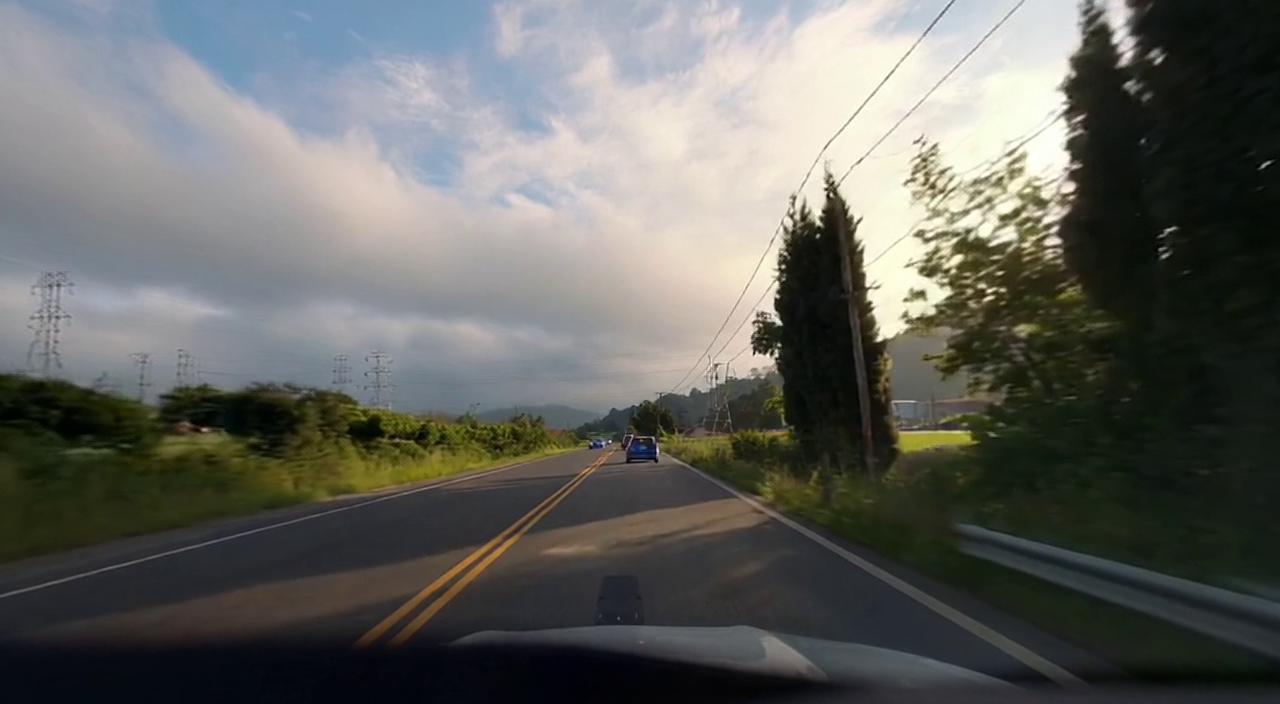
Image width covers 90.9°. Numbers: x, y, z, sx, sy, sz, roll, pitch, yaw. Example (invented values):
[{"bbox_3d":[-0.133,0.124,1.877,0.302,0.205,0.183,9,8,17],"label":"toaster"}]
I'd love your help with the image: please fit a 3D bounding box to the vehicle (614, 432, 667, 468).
[{"bbox_3d":[-0.023,4.387,28.455,2.241,1.471,3.829,0,-8,-2],"label":"vehicle"}]
